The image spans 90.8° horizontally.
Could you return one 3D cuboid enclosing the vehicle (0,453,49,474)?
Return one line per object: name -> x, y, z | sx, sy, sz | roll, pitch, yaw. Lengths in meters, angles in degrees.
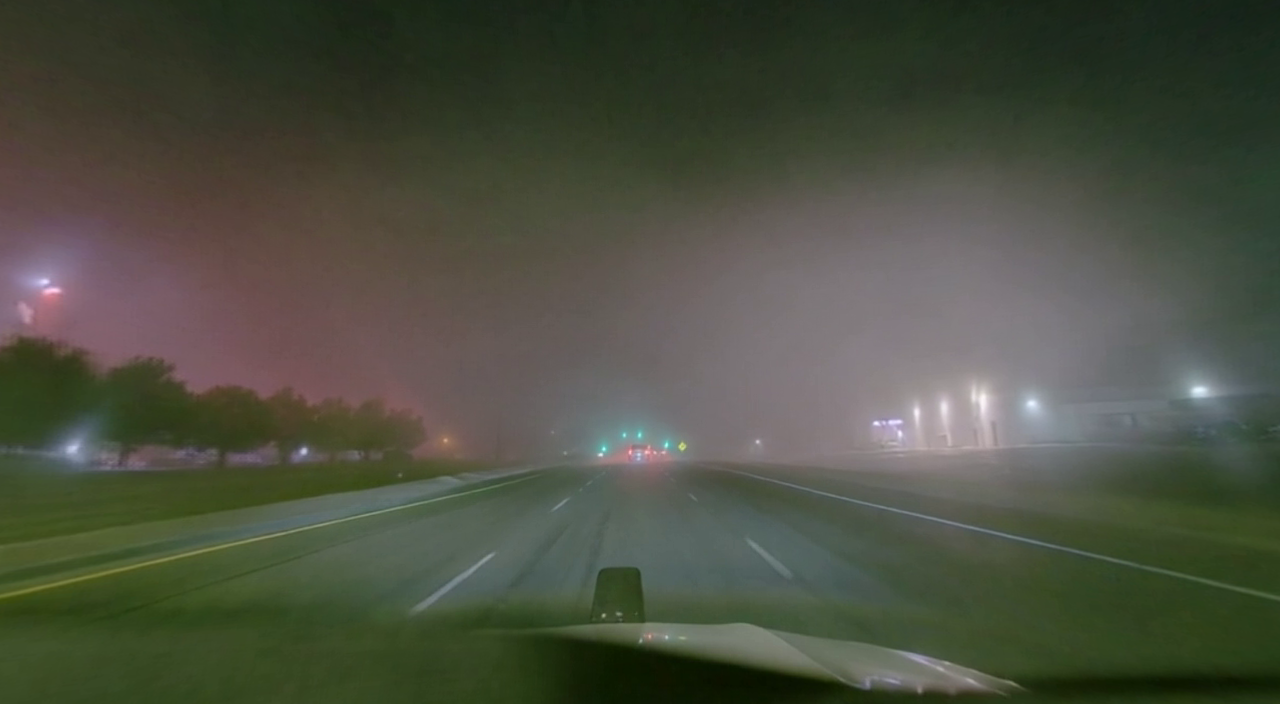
vehicle -> -50.101, 8.751, 49.596 | 5.134, 1.600, 2.161 | -1, -9, 1
